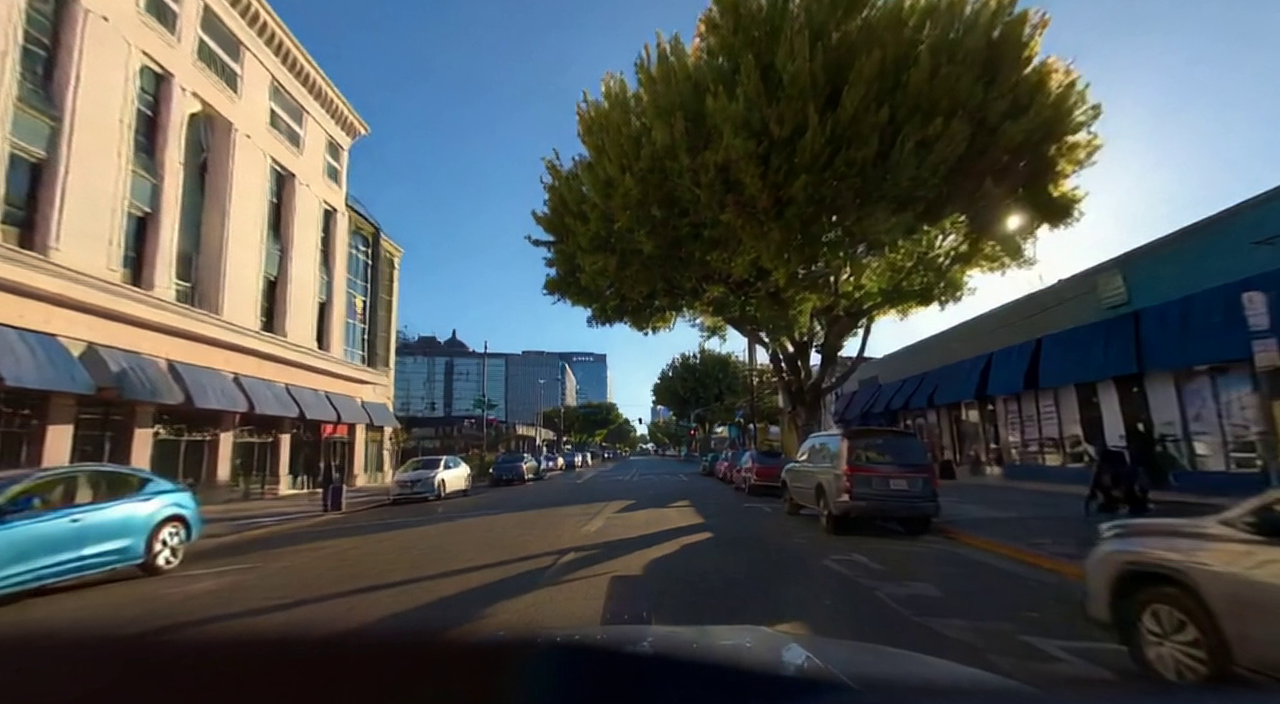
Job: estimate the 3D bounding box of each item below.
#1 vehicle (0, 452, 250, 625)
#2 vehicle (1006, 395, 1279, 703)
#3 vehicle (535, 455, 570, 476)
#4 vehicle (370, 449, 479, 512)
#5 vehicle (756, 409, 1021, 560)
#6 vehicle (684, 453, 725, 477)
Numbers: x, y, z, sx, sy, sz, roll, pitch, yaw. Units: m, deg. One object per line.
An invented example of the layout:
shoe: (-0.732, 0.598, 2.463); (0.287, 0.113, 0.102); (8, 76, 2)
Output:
vehicle: (-7.019, 1.967, 6.957); (2.182, 1.522, 4.946); (-2, -8, 2)
vehicle: (3.896, 0.985, 2.607); (2.008, 1.644, 4.476); (0, -8, -1)
vehicle: (-6.768, 8.834, 49.244); (1.887, 1.503, 4.604); (-1, -8, 2)
vehicle: (-7.079, 4.226, 21.452); (1.996, 1.770, 5.518); (-2, -8, -2)
vehicle: (3.839, 2.169, 11.176); (2.390, 2.005, 5.276); (0, -8, -2)
vehicle: (4.248, 7.475, 41.916); (2.081, 1.463, 4.263); (0, -8, -3)
